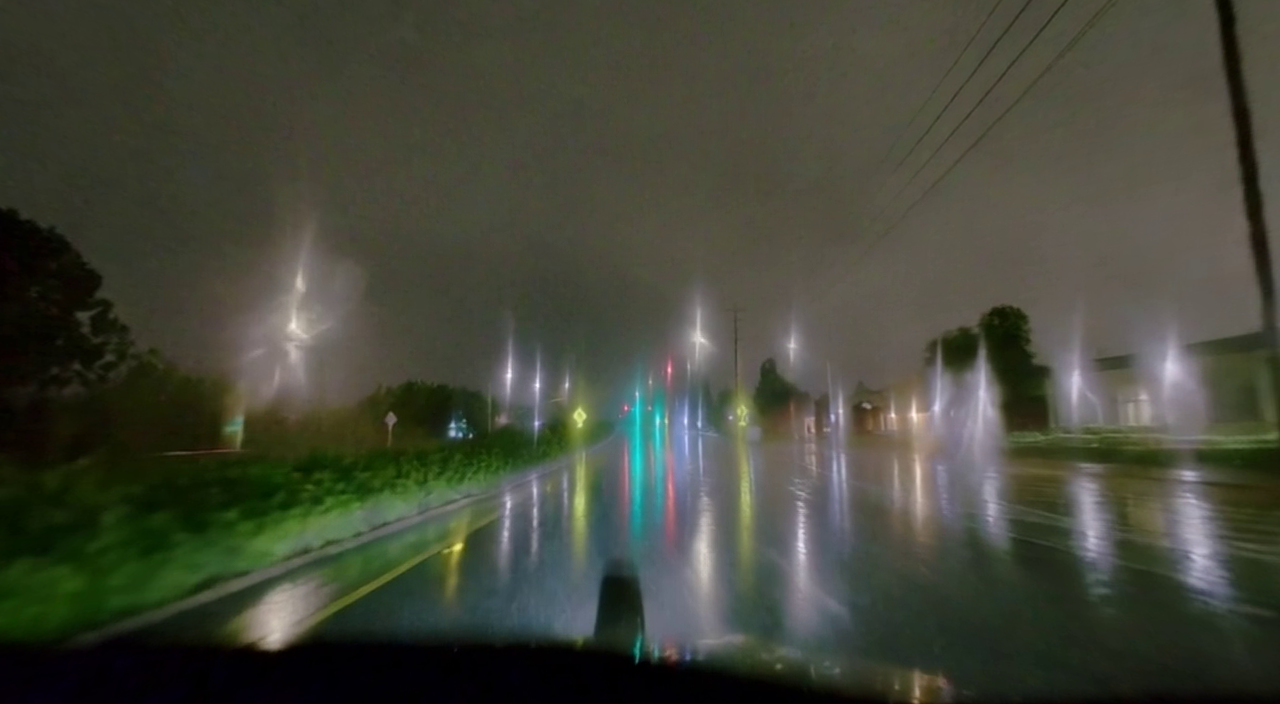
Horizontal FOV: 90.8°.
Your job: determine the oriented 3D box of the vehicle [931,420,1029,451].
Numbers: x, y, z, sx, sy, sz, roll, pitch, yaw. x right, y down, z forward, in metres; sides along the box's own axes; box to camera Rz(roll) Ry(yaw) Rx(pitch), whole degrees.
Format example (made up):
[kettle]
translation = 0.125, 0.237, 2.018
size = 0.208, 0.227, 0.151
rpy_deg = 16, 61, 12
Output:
[vehicle]
translation = 24.498, 6.074, 45.745
size = 5.603, 2.179, 2.440
rpy_deg = -1, -9, 5
